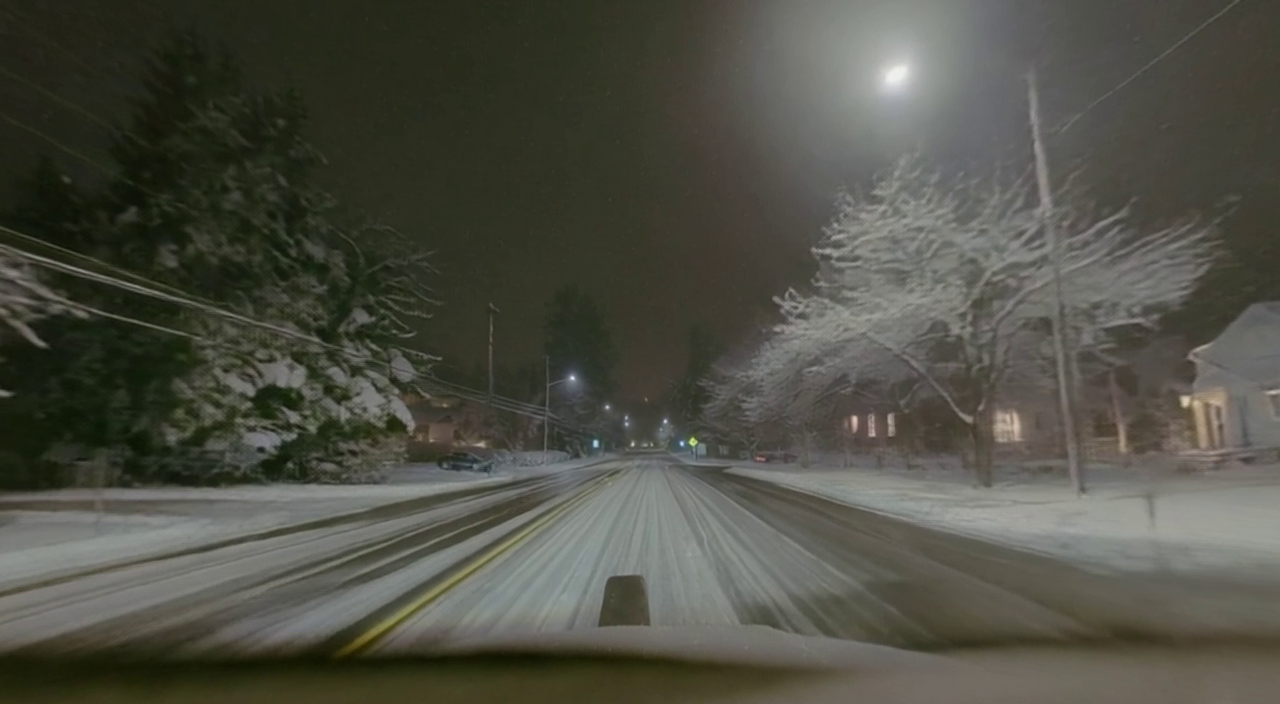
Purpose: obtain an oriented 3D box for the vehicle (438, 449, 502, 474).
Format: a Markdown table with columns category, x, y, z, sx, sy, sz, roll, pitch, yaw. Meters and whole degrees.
| category | x | y | z | sx | sy | sz | roll | pitch | yaw |
| --- | --- | --- | --- | --- | --- | --- | --- | --- | --- |
| vehicle | -12.923 | 8.320 | 48.027 | 4.310 | 1.723 | 1.915 | -2 | -7 | 14 |
